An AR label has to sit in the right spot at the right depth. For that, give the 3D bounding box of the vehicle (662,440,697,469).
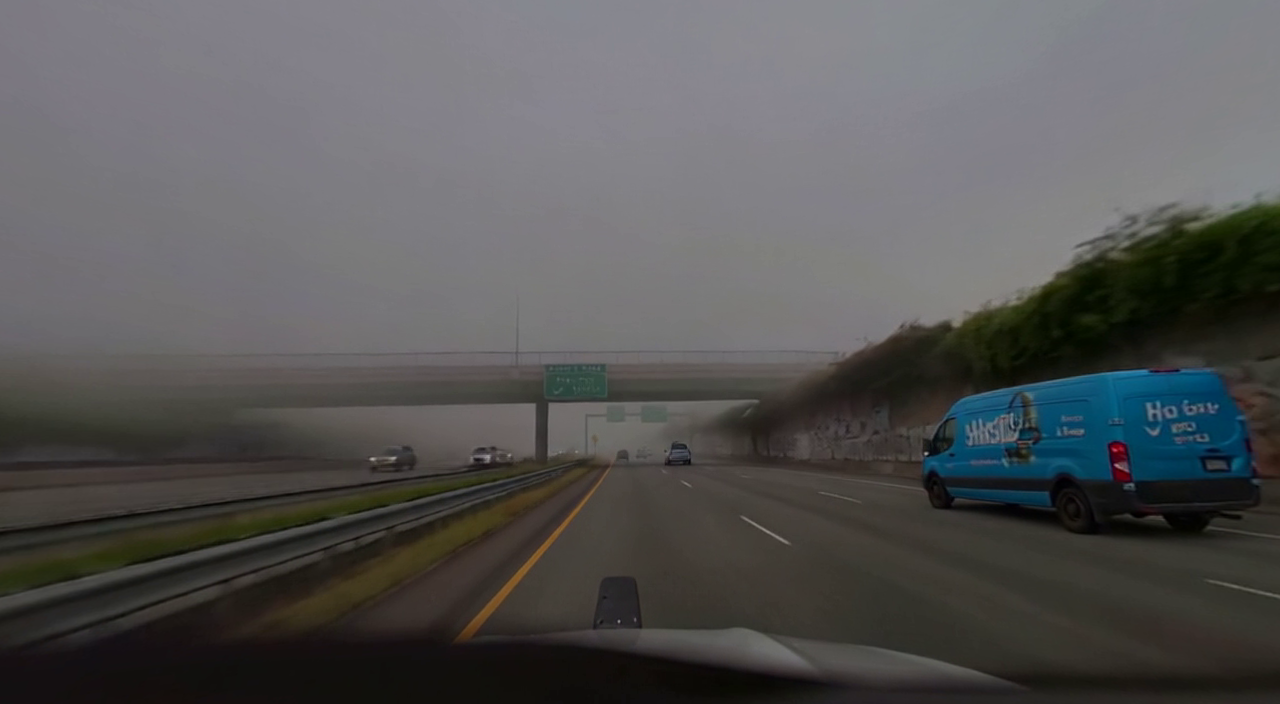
[{"bbox_3d":[2.830,7.508,46.226,2.007,1.943,5.010,0,-9,-2],"label":"vehicle"}]

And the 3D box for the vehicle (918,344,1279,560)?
[{"bbox_3d":[7.235,1.626,10.602,2.283,2.631,5.719,0,-9,-1],"label":"vehicle"}]

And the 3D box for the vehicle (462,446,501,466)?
[{"bbox_3d":[-12.555,8.248,49.987,2.003,1.496,4.559,0,-9,-1],"label":"vehicle"}]

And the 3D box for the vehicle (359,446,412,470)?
[{"bbox_3d":[-16.433,6.863,40.814,1.815,1.465,4.003,0,-9,-1],"label":"vehicle"}]
